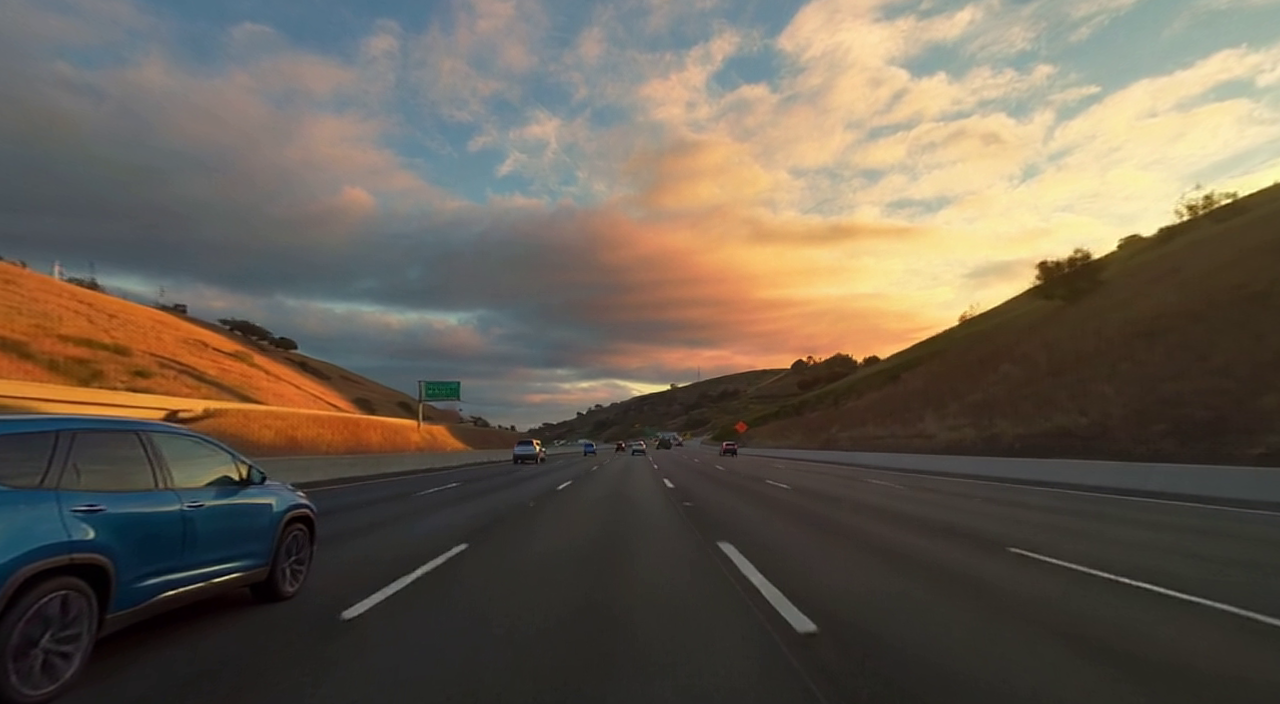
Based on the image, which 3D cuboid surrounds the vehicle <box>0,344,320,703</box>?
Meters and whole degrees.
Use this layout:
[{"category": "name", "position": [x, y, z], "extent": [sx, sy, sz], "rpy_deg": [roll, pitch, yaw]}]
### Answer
[{"category": "vehicle", "position": [-3.665, 0.867, 2.825], "extent": [2.047, 1.715, 4.689], "rpy_deg": [0, -9, -1]}]

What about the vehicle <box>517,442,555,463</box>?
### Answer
[{"category": "vehicle", "position": [-7.781, 7.570, 47.647], "extent": [2.054, 1.474, 4.450], "rpy_deg": [0, -9, 1]}]
